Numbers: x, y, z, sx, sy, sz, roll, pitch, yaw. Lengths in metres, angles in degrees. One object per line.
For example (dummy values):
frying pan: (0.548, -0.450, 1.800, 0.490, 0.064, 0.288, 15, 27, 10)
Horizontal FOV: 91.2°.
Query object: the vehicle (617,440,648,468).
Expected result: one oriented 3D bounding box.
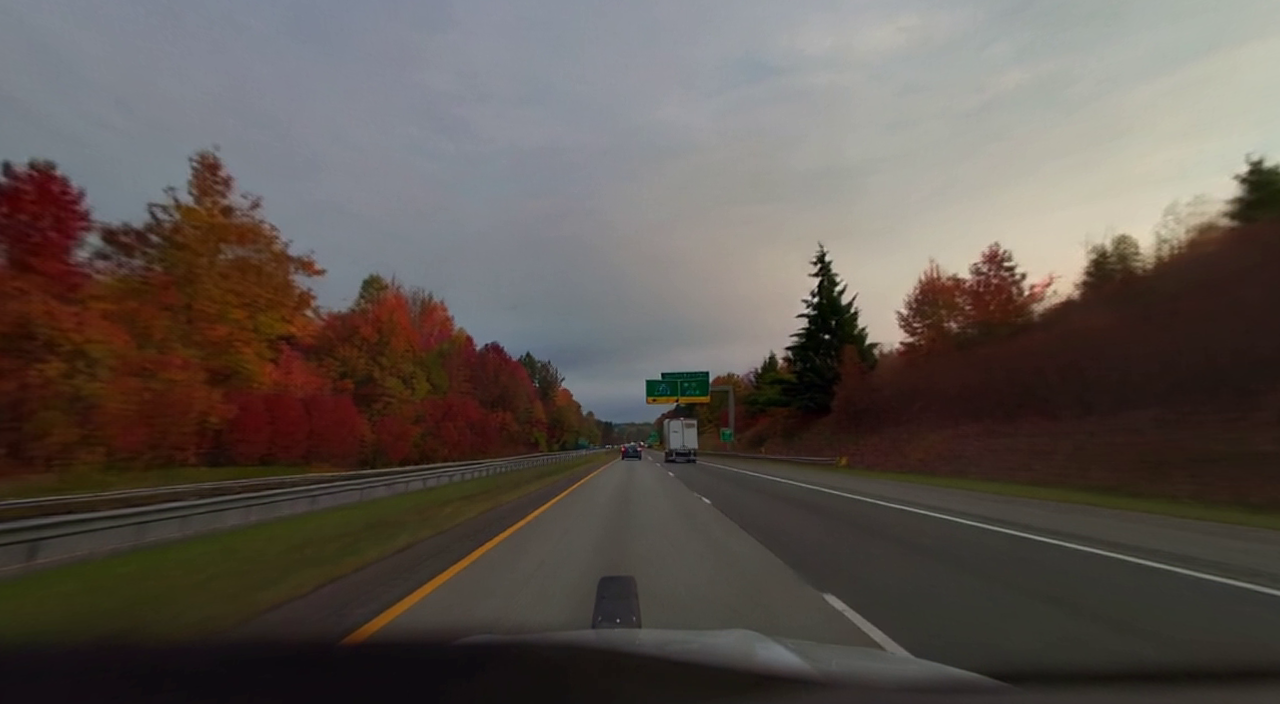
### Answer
vehicle: (-0.570, 7.442, 45.717, 2.156, 1.886, 4.334, 0, -9, -1)
